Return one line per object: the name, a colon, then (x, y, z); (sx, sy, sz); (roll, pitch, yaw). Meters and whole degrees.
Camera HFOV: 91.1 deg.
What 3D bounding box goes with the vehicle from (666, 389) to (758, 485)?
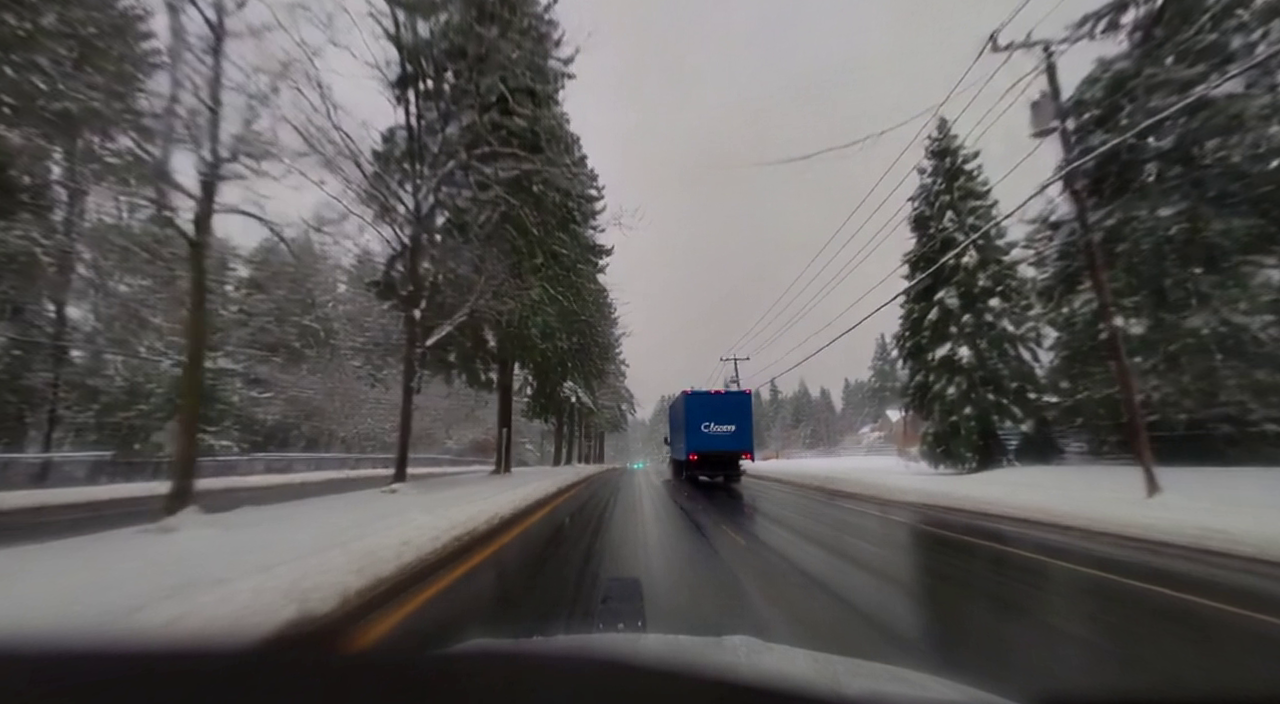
vehicle: (3.055, 4.097, 29.853); (2.973, 3.848, 9.336); (0, -9, -2)
